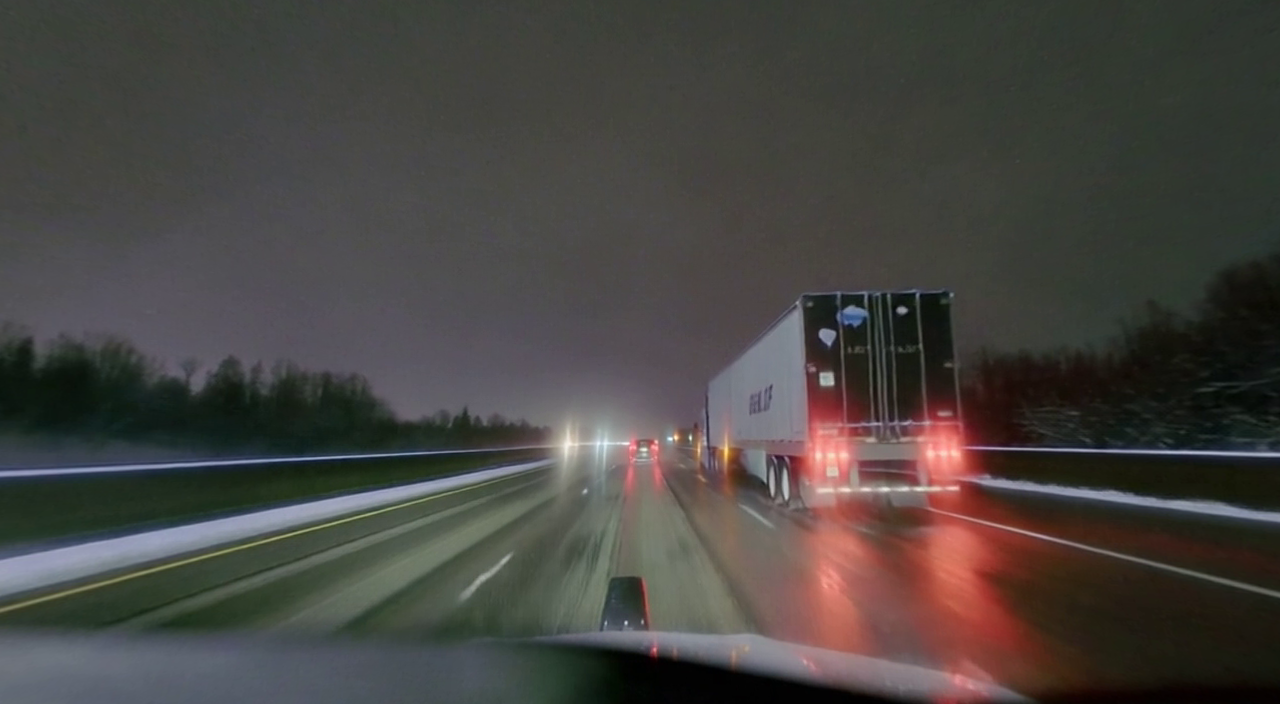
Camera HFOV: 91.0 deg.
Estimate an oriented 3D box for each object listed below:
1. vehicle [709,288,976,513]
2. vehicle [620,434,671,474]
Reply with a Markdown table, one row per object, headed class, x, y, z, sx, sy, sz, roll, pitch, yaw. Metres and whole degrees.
| class | x | y | z | sx | sy | sz | roll | pitch | yaw |
| --- | --- | --- | --- | --- | --- | --- | --- | --- | --- |
| vehicle | 4.499 | 1.924 | 19.114 | 2.936 | 4.125 | 15.204 | 0 | -8 | -1 |
| vehicle | 0.244 | 4.522 | 28.129 | 2.111 | 1.635 | 4.177 | 0 | -8 | 1 |
